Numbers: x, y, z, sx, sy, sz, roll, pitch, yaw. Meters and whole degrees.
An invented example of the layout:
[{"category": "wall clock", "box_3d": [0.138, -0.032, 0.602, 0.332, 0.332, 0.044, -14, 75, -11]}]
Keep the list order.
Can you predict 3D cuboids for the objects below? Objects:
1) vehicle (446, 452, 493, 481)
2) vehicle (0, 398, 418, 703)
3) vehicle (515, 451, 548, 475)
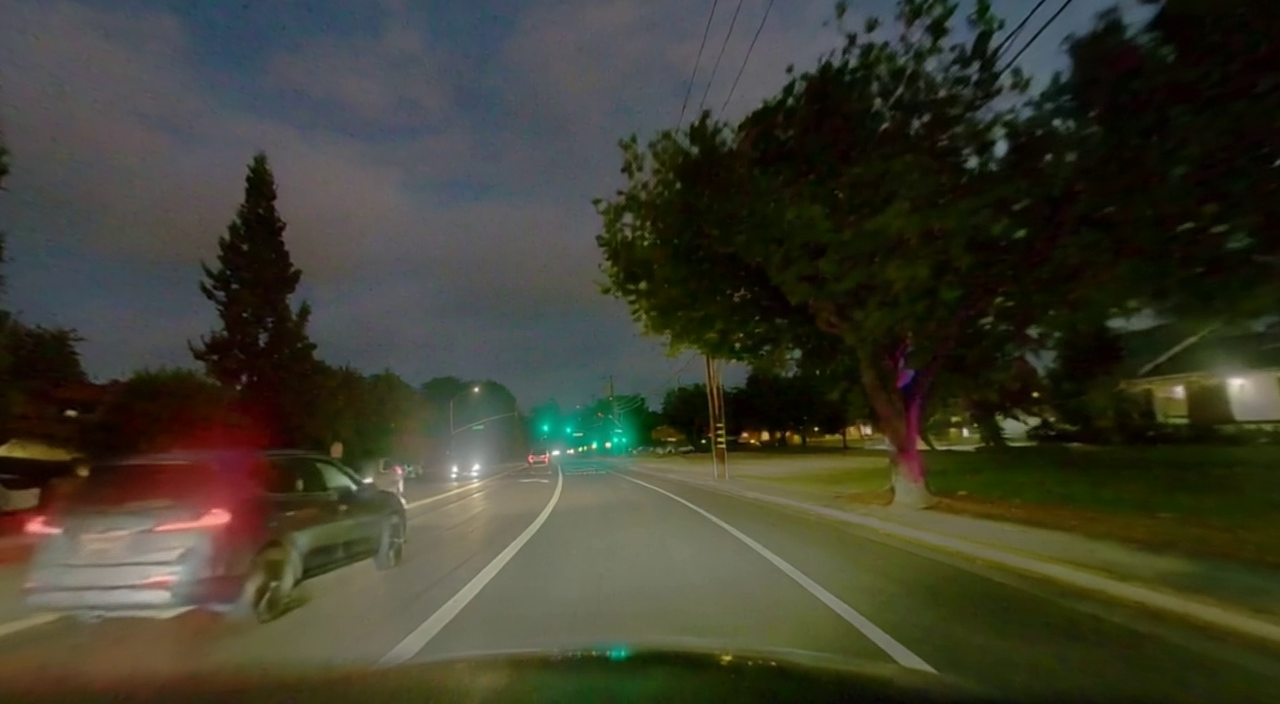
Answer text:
[{"category": "vehicle", "box_3d": [-10.529, 7.071, 39.199, 2.087, 1.689, 4.373, 1, -9, -6]}, {"category": "vehicle", "box_3d": [-3.886, 1.449, 5.670, 2.084, 1.701, 4.734, 0, -9, 0]}, {"category": "vehicle", "box_3d": [-7.589, 7.780, 44.371, 2.060, 1.530, 4.121, 1, -9, -6]}]
